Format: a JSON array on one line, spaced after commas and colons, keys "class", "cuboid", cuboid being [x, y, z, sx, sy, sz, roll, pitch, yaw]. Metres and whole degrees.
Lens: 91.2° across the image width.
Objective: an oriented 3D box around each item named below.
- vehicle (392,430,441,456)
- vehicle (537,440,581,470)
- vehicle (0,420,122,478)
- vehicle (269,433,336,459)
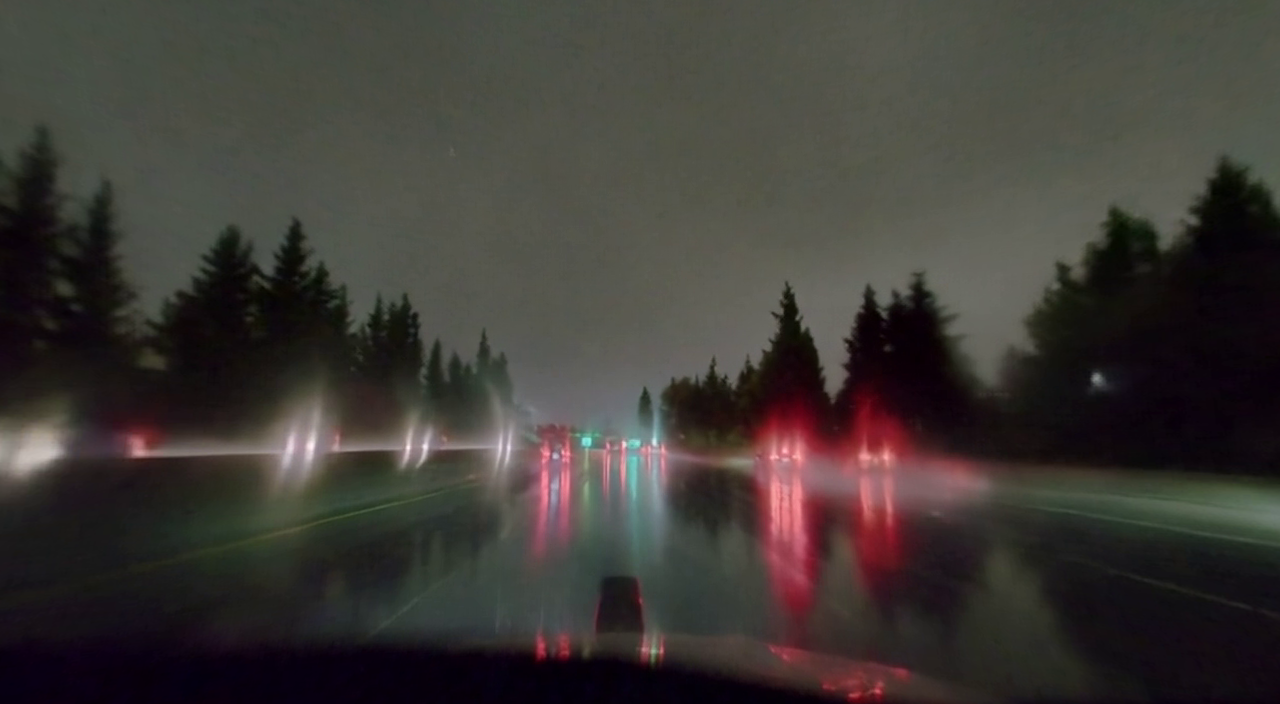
[{"class": "vehicle", "cuboid": [-17.595, 7.254, 49.637, 2.070, 1.906, 5.188, 0, -9, -1]}, {"class": "vehicle", "cuboid": [-4.613, 5.906, 36.178, 2.071, 1.615, 3.868, 0, -9, -1]}, {"class": "vehicle", "cuboid": [-17.505, 2.805, 18.125, 1.759, 1.489, 3.855, 0, -9, -1]}, {"class": "vehicle", "cuboid": [-21.687, 6.107, 40.497, 1.872, 1.579, 4.500, 0, -9, -1]}]
